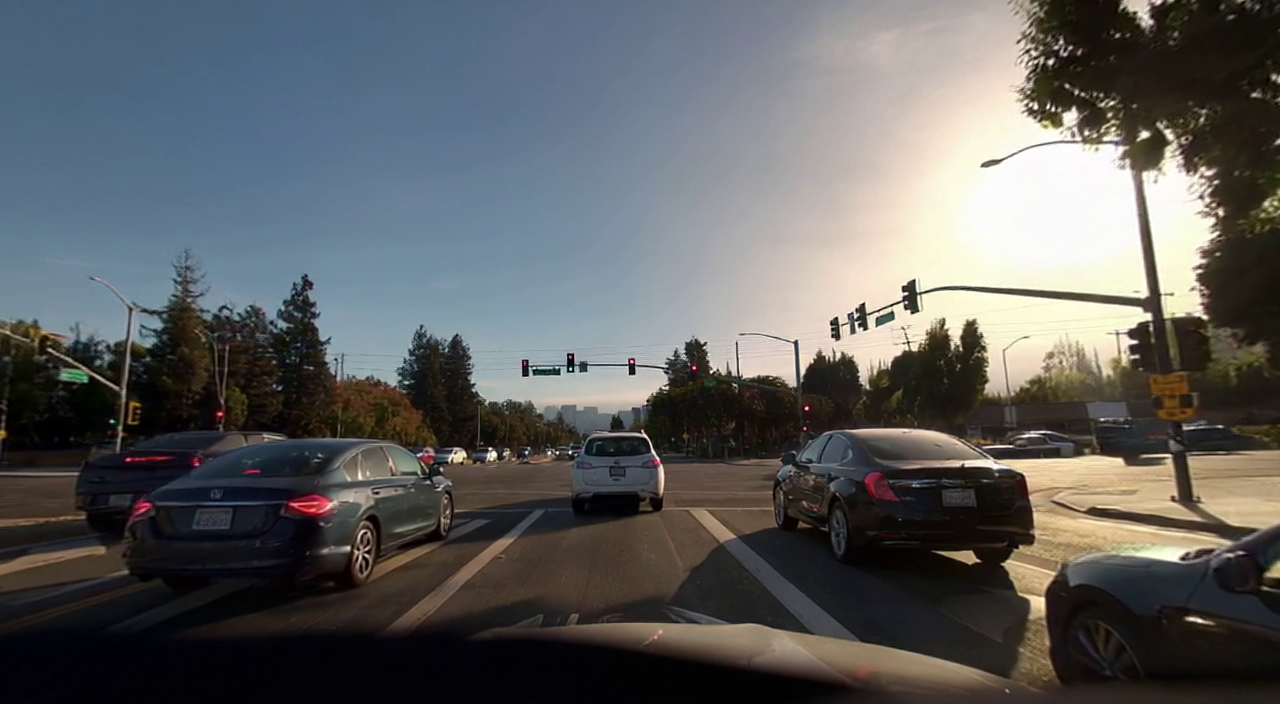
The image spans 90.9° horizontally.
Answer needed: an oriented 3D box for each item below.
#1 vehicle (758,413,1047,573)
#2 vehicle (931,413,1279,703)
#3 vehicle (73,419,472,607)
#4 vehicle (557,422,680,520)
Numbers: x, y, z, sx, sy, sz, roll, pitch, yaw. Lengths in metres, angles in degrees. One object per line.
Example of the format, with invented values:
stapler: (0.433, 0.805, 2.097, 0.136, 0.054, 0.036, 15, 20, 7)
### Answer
vehicle: (3.284, 1.852, 9.134, 2.097, 1.707, 4.461, 0, -8, -2)
vehicle: (3.249, 1.005, 2.606, 1.960, 1.460, 4.233, 0, -8, -2)
vehicle: (-3.540, 1.613, 7.305, 1.941, 1.492, 4.399, 0, -8, 1)
vehicle: (-0.399, 2.445, 13.407, 2.215, 1.749, 3.976, 0, -8, 0)
